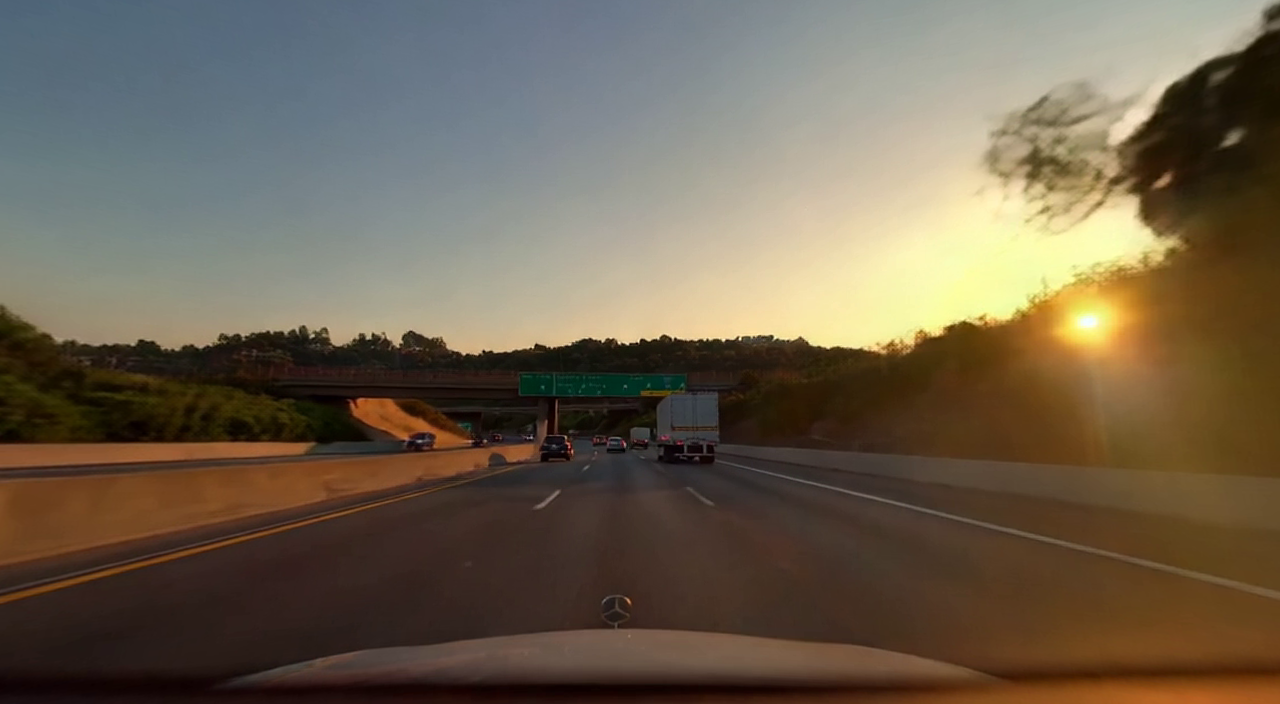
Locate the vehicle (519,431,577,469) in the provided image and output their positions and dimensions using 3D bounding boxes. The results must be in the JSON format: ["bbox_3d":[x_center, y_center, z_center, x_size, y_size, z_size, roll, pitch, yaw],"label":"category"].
[{"bbox_3d":[-4.502,4.907,31.625,2.377,1.747,4.703,0,-8,-2],"label":"vehicle"}]

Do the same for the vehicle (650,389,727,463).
[{"bbox_3d":[2.797,5.060,41.466,3.301,4.034,13.722,0,-8,-3],"label":"vehicle"}]

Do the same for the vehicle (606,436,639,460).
[{"bbox_3d":[-1.232,6.598,43.360,2.125,1.542,3.816,0,-8,-2],"label":"vehicle"}]
